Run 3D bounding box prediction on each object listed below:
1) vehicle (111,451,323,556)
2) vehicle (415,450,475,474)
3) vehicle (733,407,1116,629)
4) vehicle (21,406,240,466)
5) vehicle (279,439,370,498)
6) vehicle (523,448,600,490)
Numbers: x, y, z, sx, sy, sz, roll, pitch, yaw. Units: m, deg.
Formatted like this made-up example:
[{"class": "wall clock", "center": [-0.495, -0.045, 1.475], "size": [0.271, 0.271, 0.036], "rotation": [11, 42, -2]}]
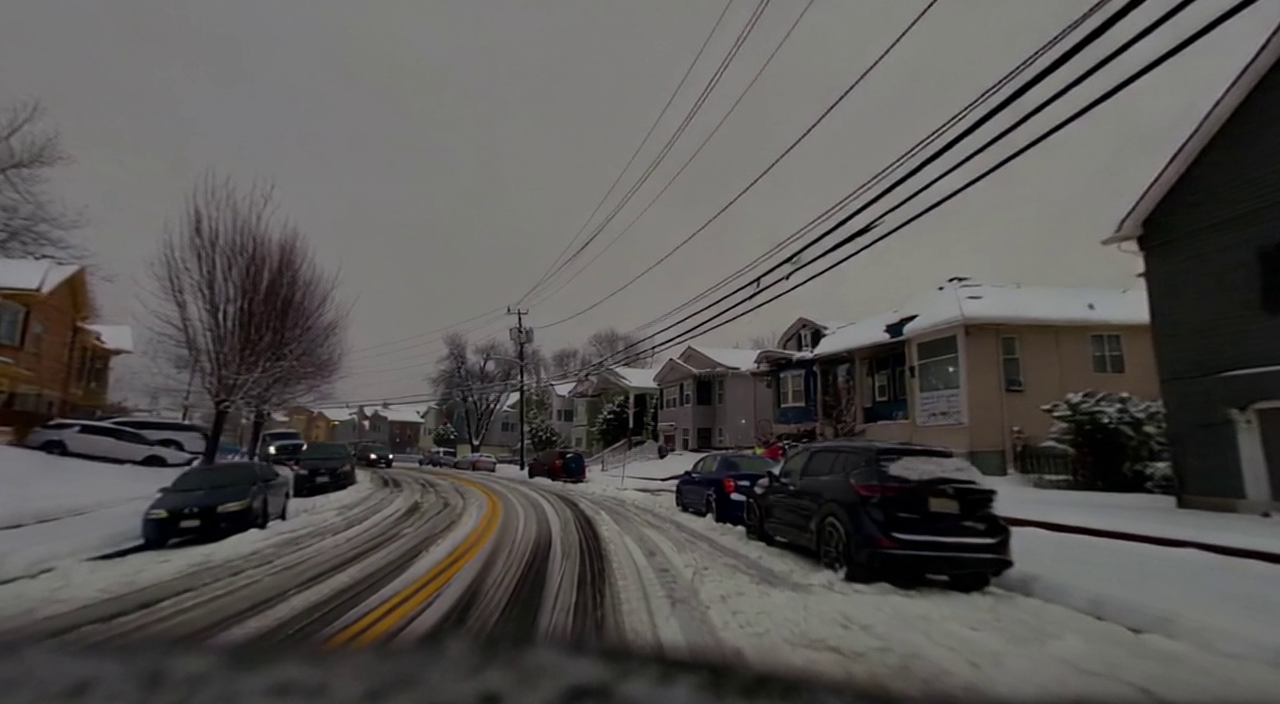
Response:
[{"class": "vehicle", "center": [-7.741, 2.718, 12.042], "size": [2.003, 1.447, 3.642], "rotation": [-3, -8, -10]}, {"class": "vehicle", "center": [-13.258, 7.406, 42.770], "size": [1.923, 1.531, 4.568], "rotation": [8, -12, -44]}, {"class": "vehicle", "center": [2.719, 1.696, 7.570], "size": [1.974, 1.769, 4.610], "rotation": [1, -9, -7]}, {"class": "vehicle", "center": [-18.154, 3.098, 23.057], "size": [5.822, 1.956, 2.355], "rotation": [5, -10, -31]}, {"class": "vehicle", "center": [-10.199, 3.748, 20.802], "size": [2.023, 1.674, 4.556], "rotation": [3, -9, -19]}, {"class": "vehicle", "center": [-3.754, 5.392, 29.442], "size": [1.994, 1.682, 4.750], "rotation": [9, -12, -25]}]
